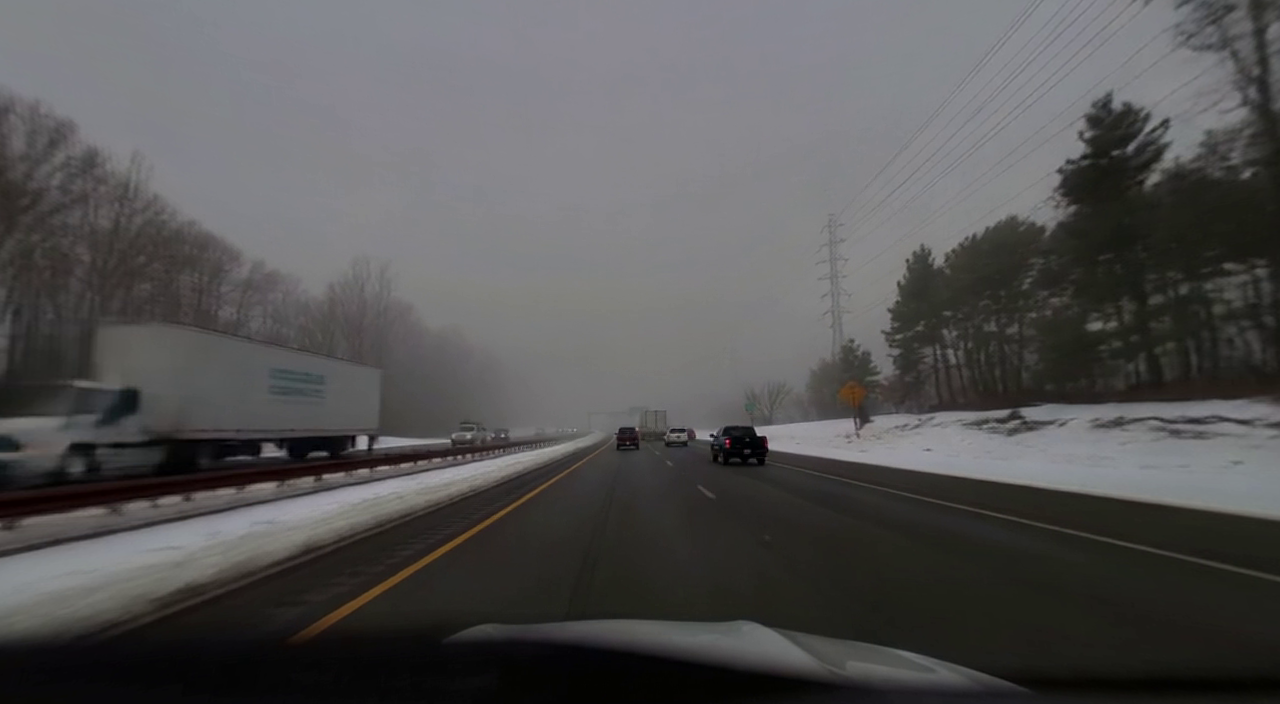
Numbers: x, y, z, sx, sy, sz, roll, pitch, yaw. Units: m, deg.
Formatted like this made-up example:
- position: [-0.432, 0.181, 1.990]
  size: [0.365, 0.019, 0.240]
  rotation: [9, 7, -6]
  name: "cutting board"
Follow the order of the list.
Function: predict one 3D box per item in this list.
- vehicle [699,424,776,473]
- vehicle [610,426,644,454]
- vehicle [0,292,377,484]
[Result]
- position: [3.417, 3.457, 22.777]
  size: [2.062, 1.581, 3.914]
  rotation: [0, -8, -1]
  name: "vehicle"
- position: [-0.824, 5.502, 39.304]
  size: [2.019, 1.642, 3.790]
  rotation: [0, -8, -1]
  name: "vehicle"
- position: [-12.782, 1.660, 20.227]
  size: [2.921, 4.095, 13.845]
  rotation: [0, -8, -1]
  name: "vehicle"
